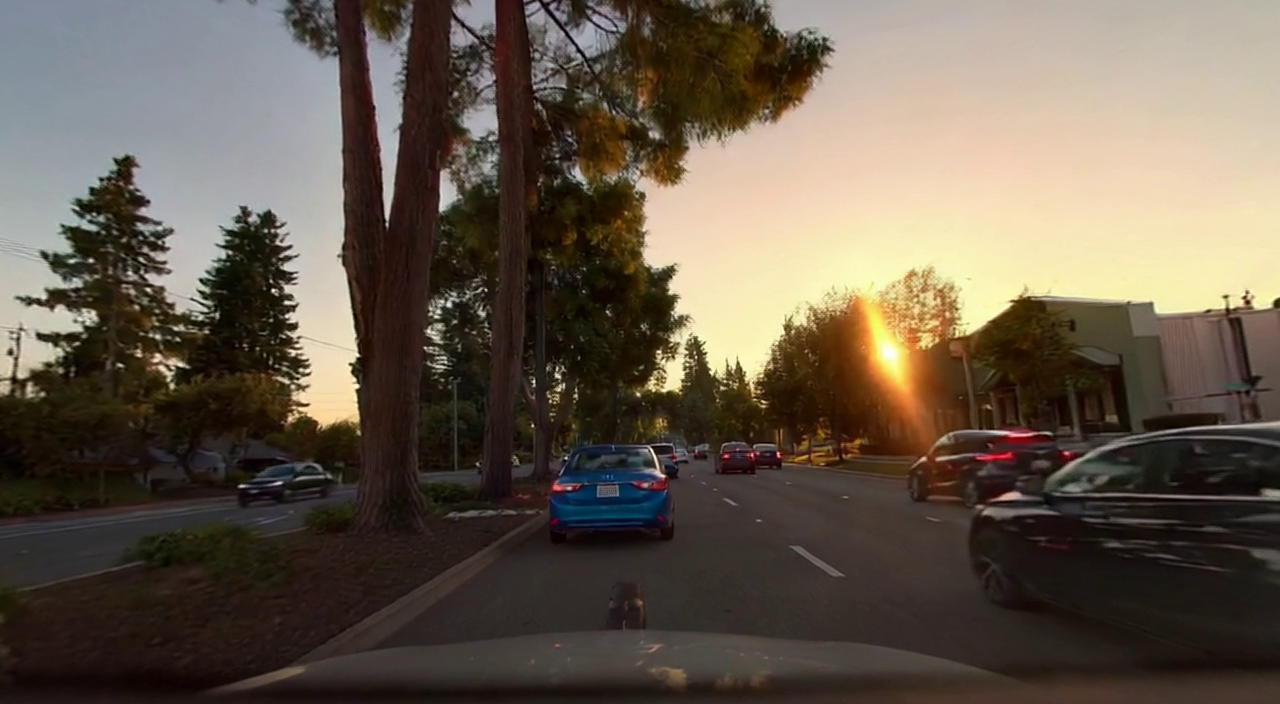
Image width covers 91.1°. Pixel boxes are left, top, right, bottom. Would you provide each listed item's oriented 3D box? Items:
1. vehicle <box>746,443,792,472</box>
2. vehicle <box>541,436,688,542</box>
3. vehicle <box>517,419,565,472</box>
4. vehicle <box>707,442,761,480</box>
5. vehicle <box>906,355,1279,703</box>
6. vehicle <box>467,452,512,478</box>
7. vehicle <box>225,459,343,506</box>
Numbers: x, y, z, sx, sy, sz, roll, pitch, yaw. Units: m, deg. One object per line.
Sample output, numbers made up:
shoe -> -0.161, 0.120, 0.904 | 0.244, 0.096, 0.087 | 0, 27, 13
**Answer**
vehicle -> 8.266, 6.790, 40.604 | 2.064, 1.747, 4.372 | 0, -8, 1
vehicle -> -0.313, 2.268, 11.077 | 2.111, 1.506, 4.018 | 0, -8, 2
vehicle -> -7.542, 7.181, 48.292 | 2.993, 3.919, 3.476 | 0, -8, 2
vehicle -> 4.407, 5.180, 30.109 | 1.971, 1.637, 4.317 | 0, -8, 1
vehicle -> 3.674, 1.098, 4.276 | 1.977, 1.652, 4.090 | 0, -8, 1
vehicle -> -10.951, 8.255, 46.126 | 2.030, 1.700, 4.505 | 0, -8, 2
vehicle -> -13.378, 4.888, 23.980 | 1.900, 1.508, 4.459 | 0, -8, 0
